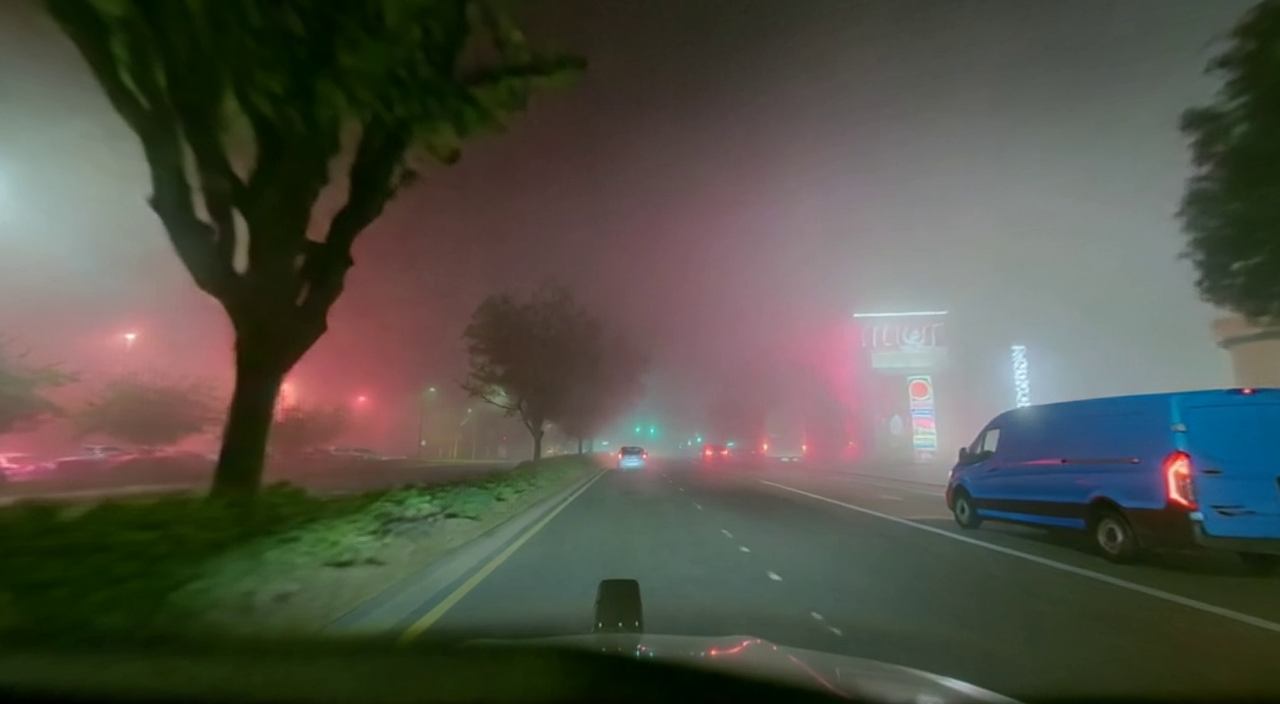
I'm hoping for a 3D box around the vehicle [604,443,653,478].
[{"bbox_3d":[-0.505,4.913,28.926,2.095,1.456,3.873,0,-8,-1],"label":"vehicle"}]

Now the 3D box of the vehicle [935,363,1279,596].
[{"bbox_3d":[6.718,1.564,8.662,2.573,2.127,5.568,0,-8,-1],"label":"vehicle"}]

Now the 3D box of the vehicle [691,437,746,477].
[{"bbox_3d":[3.603,4.907,29.808,2.047,1.711,4.265,0,-8,0],"label":"vehicle"}]

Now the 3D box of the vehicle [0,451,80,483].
[{"bbox_3d":[-29.444,5.410,29.842,4.048,1.412,1.886,0,-8,-2],"label":"vehicle"}]
